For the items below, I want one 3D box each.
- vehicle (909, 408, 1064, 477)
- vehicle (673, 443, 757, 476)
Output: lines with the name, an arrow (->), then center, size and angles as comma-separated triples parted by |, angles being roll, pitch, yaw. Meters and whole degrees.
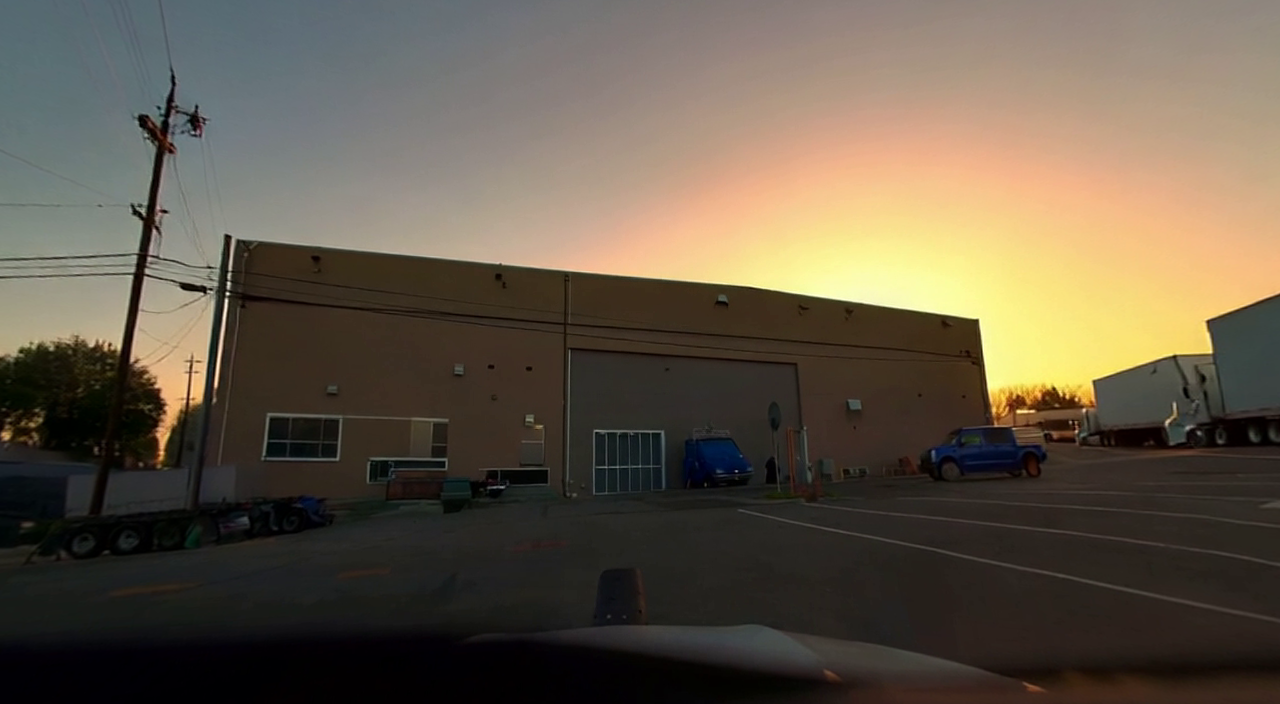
vehicle -> 17.480, 4.636, 32.034 | 6.271, 3.004, 2.298 | -3, -11, -5
vehicle -> 4.874, 7.066, 41.562 | 5.207, 2.103, 1.997 | 0, -8, -4
